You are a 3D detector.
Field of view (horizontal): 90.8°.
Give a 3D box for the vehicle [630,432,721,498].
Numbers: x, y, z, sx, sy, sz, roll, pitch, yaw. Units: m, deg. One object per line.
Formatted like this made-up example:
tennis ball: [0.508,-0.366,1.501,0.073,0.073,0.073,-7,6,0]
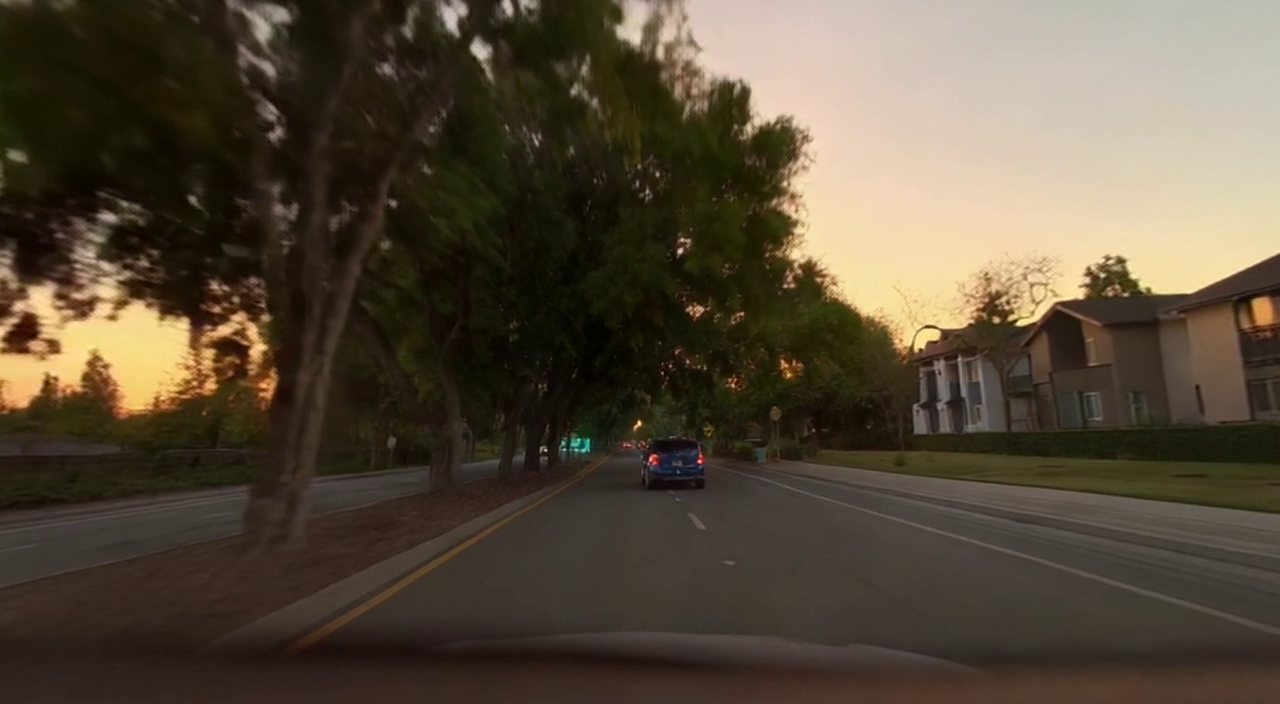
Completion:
vehicle: [0.847,3.139,17.994,2.066,1.603,4.475,0,-8,-4]
